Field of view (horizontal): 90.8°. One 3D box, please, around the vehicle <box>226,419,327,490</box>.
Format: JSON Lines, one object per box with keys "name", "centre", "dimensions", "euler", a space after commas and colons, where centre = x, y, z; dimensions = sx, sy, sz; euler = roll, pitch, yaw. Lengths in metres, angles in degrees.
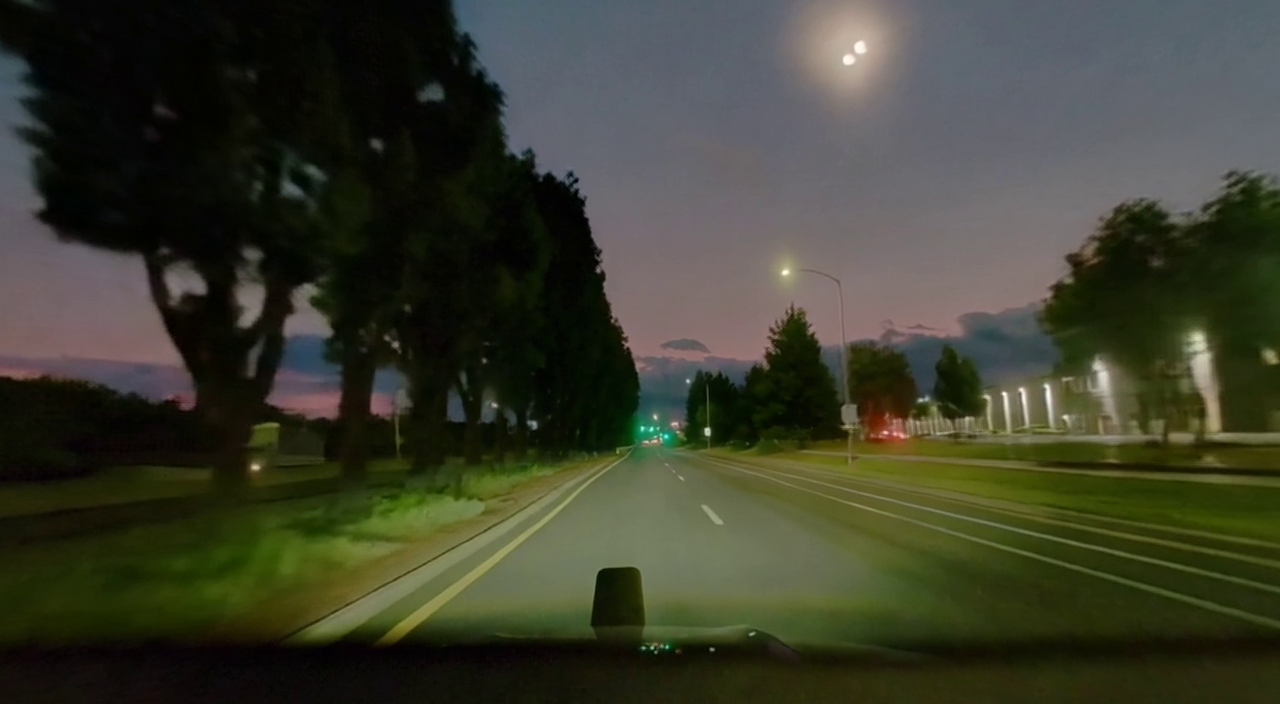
{"name": "vehicle", "centre": [-17.174, 4.813, 30.101], "dimensions": [2.575, 2.950, 4.003], "euler": [-4, -7, -3]}
